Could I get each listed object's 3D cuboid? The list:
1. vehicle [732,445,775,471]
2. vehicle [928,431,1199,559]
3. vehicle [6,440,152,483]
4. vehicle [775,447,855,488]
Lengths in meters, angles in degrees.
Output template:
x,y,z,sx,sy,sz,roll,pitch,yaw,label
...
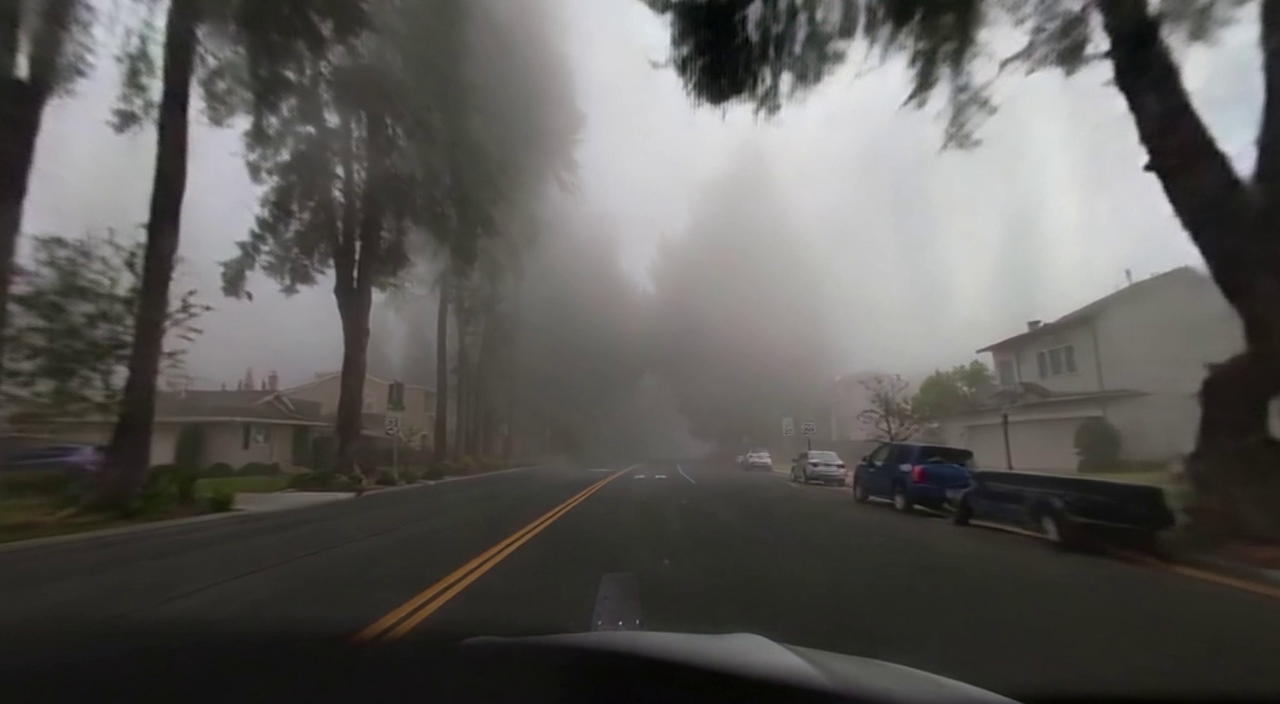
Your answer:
x,y,z,sx,sy,sz,roll,pitch,yaw,label
7.199,6.743,40.426,1.893,1.543,4.434,0,-9,0,vehicle
6.418,2.167,10.192,1.798,1.669,3.626,0,-9,0,vehicle
-21.347,4.151,24.299,1.746,1.464,4.040,1,-8,3,vehicle
6.835,4.525,25.121,1.913,1.479,4.209,0,-9,-1,vehicle
